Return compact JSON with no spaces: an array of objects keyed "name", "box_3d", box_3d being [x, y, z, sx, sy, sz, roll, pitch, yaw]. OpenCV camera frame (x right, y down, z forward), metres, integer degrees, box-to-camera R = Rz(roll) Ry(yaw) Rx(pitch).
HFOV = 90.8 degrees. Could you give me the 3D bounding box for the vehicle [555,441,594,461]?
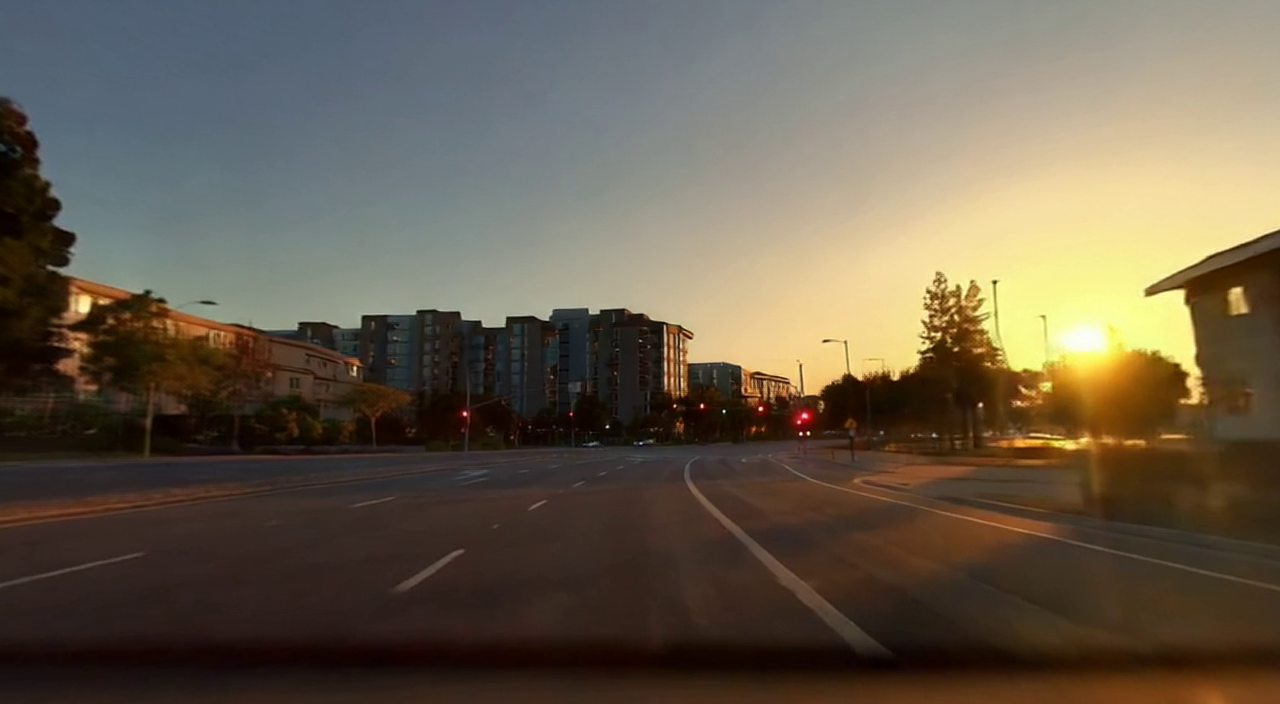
[{"name":"vehicle","box_3d":[-4.957,7.588,48.561,1.893,1.503,4.309,-1,-8,9]}]
